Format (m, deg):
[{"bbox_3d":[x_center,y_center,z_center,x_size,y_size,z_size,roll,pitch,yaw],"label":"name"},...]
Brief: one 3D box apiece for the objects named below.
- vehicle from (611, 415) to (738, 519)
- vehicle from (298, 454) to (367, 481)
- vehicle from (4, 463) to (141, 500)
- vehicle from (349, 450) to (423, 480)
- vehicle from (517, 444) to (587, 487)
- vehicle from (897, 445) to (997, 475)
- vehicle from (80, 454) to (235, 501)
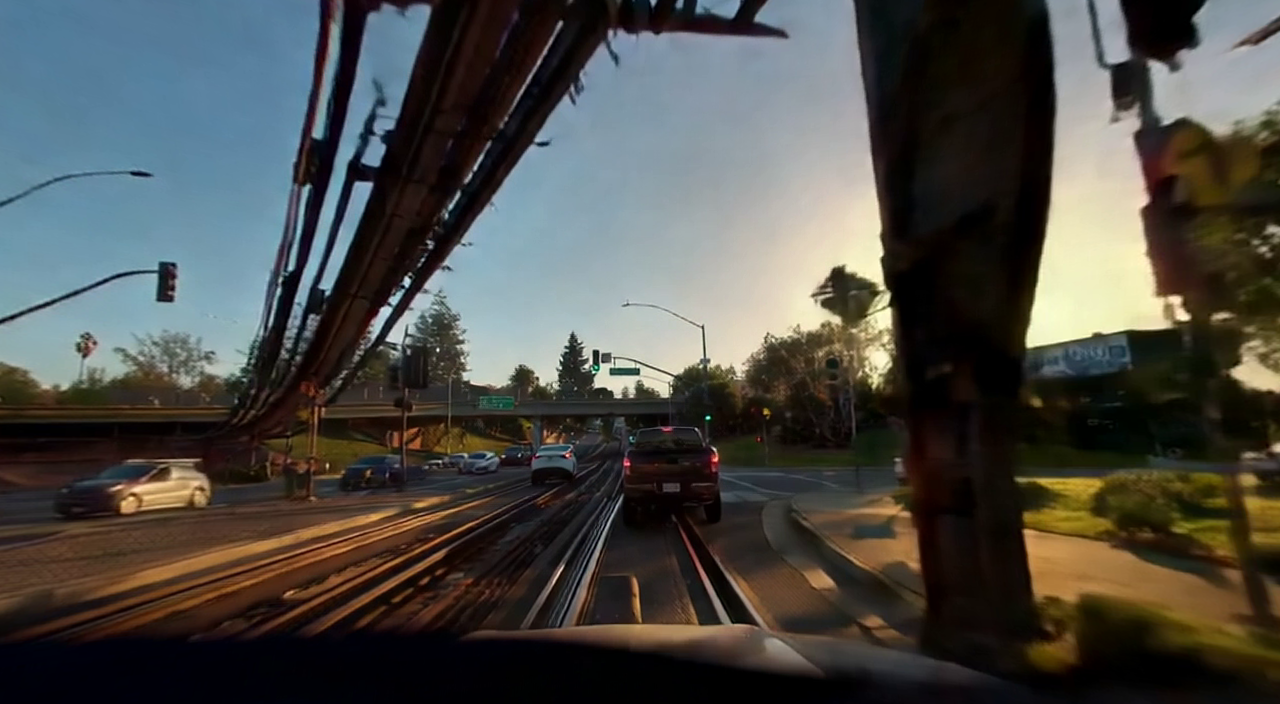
[{"bbox_3d":[0.929,2.579,14.617,2.404,1.926,5.251,-1,-9,6],"label":"vehicle"},{"bbox_3d":[-17.203,6.460,35.581,1.880,1.377,4.201,0,-9,-1],"label":"vehicle"},{"bbox_3d":[-25.002,5.678,27.882,4.688,1.448,2.028,-2,-9,13],"label":"vehicle"},{"bbox_3d":[-13.271,5.922,33.402,2.027,1.482,4.711,0,-9,-1],"label":"vehicle"},{"bbox_3d":[-3.234,4.286,24.227,2.004,1.482,4.799,0,-9,0],"label":"vehicle"},{"bbox_3d":[16.341,5.724,33.689,4.412,1.494,2.136,3,-9,-15],"label":"vehicle"},{"bbox_3d":[-16.986,4.397,22.615,1.964,1.465,4.638,0,-9,-1],"label":"vehicle"}]
